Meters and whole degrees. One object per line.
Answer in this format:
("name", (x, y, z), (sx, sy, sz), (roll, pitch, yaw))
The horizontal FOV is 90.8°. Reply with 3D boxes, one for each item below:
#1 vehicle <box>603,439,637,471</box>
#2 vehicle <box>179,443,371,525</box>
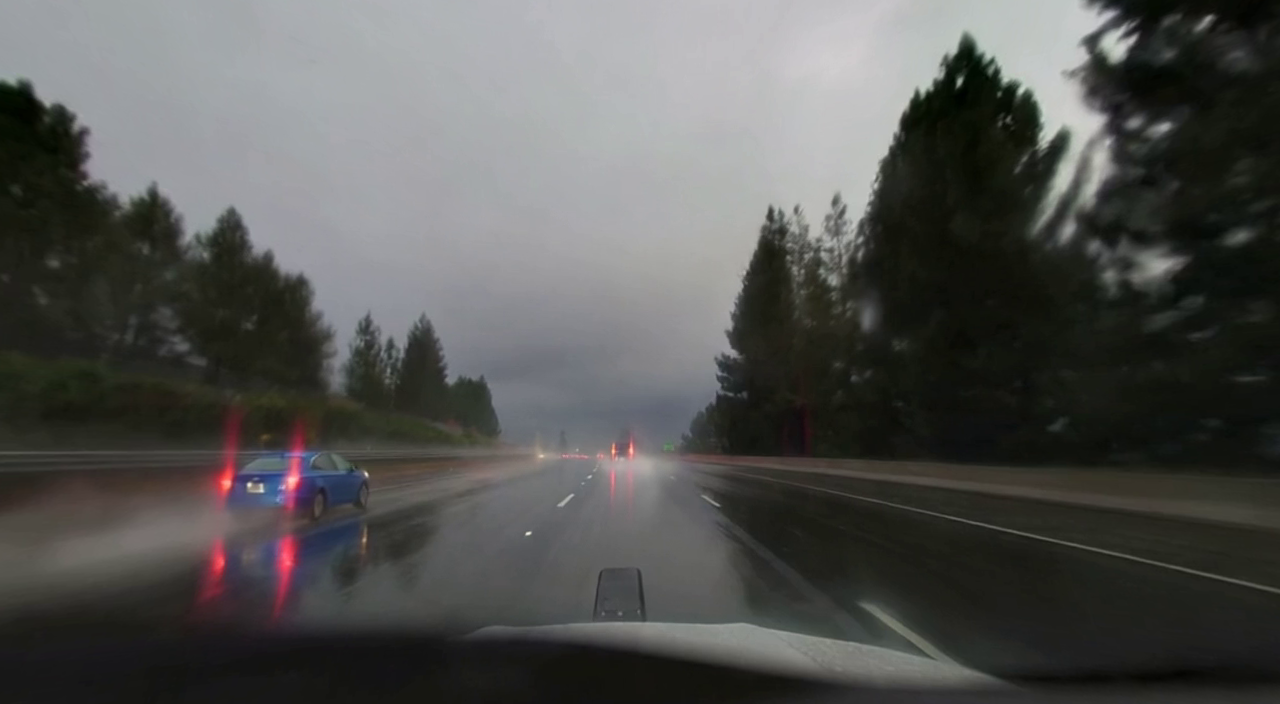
("vehicle", (-1.290, 6.391, 39.451), (1.990, 1.878, 4.079), (0, -9, -3))
("vehicle", (-7.557, 2.730, 13.616), (1.915, 1.479, 3.843), (0, -9, -2))
